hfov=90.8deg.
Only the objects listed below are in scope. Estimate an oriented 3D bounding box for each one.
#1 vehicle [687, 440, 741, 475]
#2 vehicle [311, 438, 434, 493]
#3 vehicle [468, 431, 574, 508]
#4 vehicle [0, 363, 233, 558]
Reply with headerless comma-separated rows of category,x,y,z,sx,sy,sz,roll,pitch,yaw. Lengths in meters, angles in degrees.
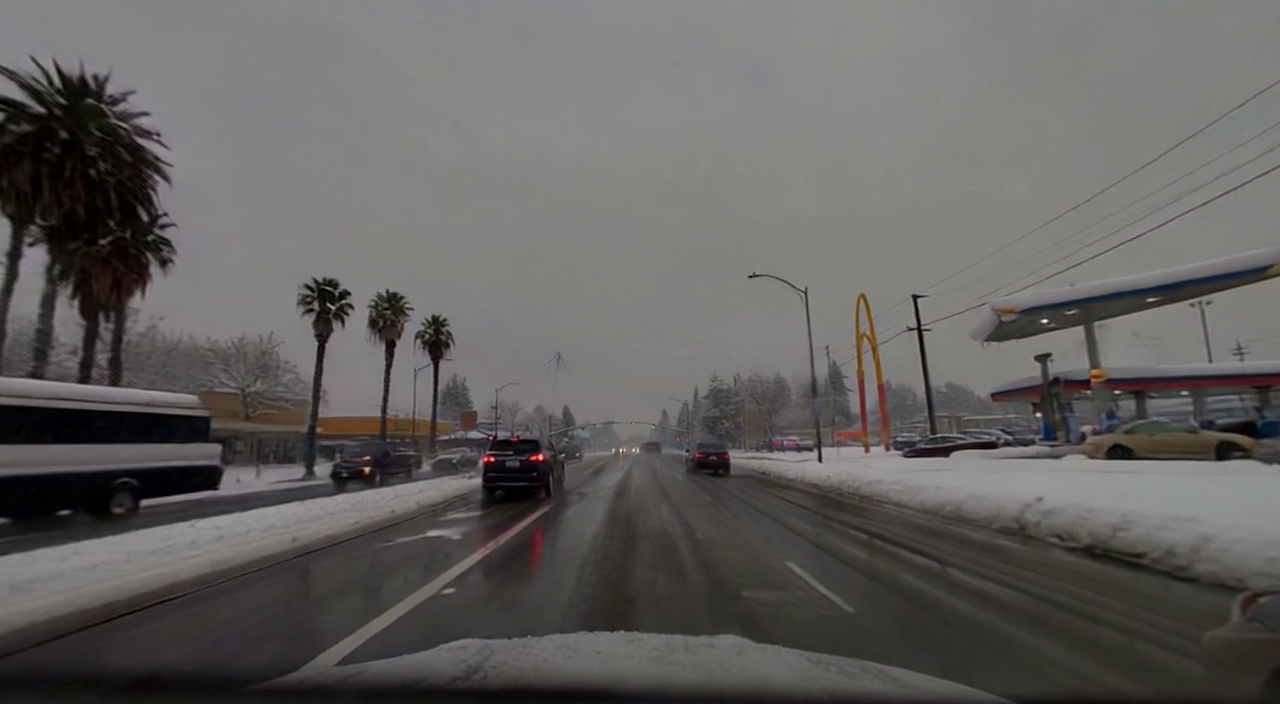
vehicle,3.264,4.775,28.752,1.889,1.448,4.262,0,-9,0
vehicle,-10.050,4.279,24.236,2.169,1.853,4.853,-1,-9,6
vehicle,-2.658,2.728,15.085,2.021,1.550,4.090,1,-9,-4
vehicle,-11.199,1.789,10.807,2.662,2.995,8.344,1,-7,2
